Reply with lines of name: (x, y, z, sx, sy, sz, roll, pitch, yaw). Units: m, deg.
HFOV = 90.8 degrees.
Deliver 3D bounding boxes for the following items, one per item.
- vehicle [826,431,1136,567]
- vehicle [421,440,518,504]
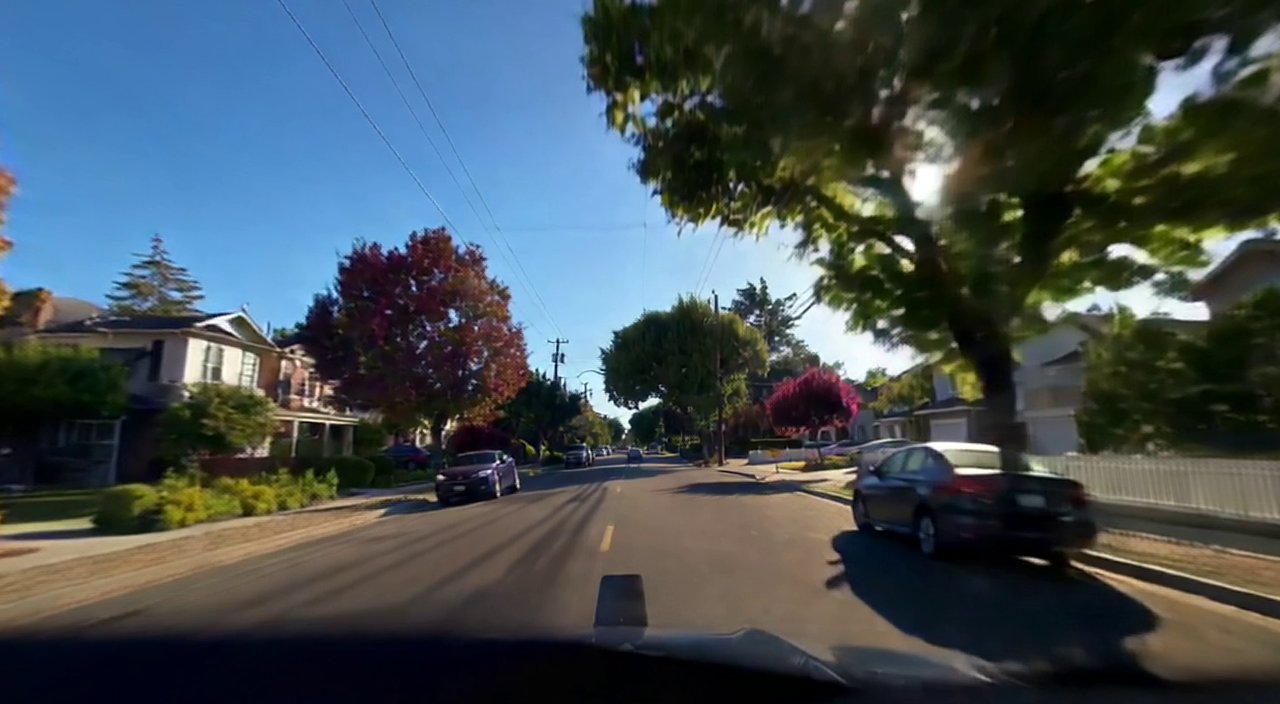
vehicle: (4.598, 2.018, 9.486, 2.170, 1.549, 4.178, 0, -9, -3)
vehicle: (-5.403, 3.801, 20.597, 1.970, 1.666, 4.223, -3, -7, 0)
